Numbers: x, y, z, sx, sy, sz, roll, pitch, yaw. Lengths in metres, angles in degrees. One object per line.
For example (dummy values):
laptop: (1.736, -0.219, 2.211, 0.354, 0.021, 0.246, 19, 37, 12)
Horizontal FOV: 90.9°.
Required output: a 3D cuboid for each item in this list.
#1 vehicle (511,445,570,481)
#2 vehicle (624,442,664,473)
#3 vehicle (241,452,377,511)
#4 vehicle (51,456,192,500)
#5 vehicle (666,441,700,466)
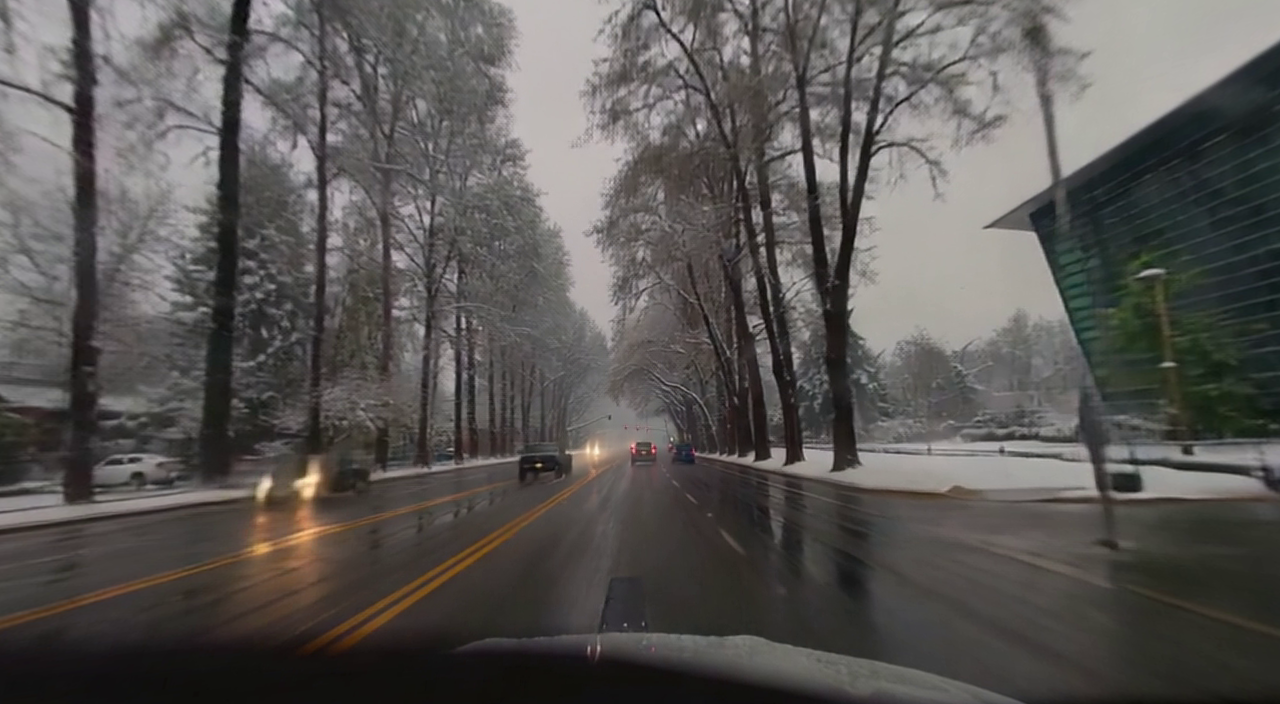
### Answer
vehicle: (-4.373, 4.947, 28.455, 2.014, 1.487, 4.591, 0, -9, -1)
vehicle: (0.202, 5.884, 35.354, 2.109, 1.612, 3.963, 0, -9, 0)
vehicle: (-9.573, 3.731, 18.646, 1.889, 1.506, 3.911, 0, -9, 0)
vehicle: (-21.581, 5.217, 26.358, 4.152, 1.686, 1.873, 0, -9, -2)
vehicle: (3.203, 7.670, 47.670, 2.189, 1.766, 4.495, 0, -9, -1)
